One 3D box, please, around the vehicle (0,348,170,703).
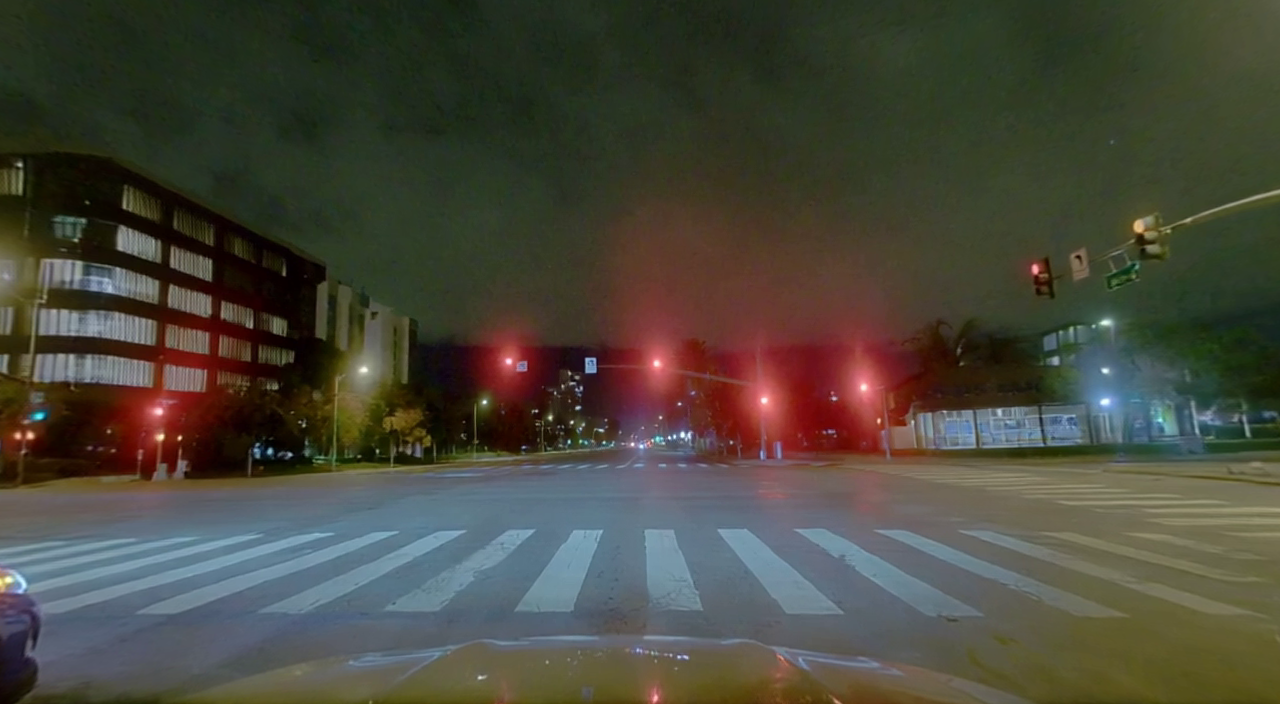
[{"bbox_3d":[-3.636,0.619,1.066,2.109,1.692,4.587,0,-8,0],"label":"vehicle"}]
